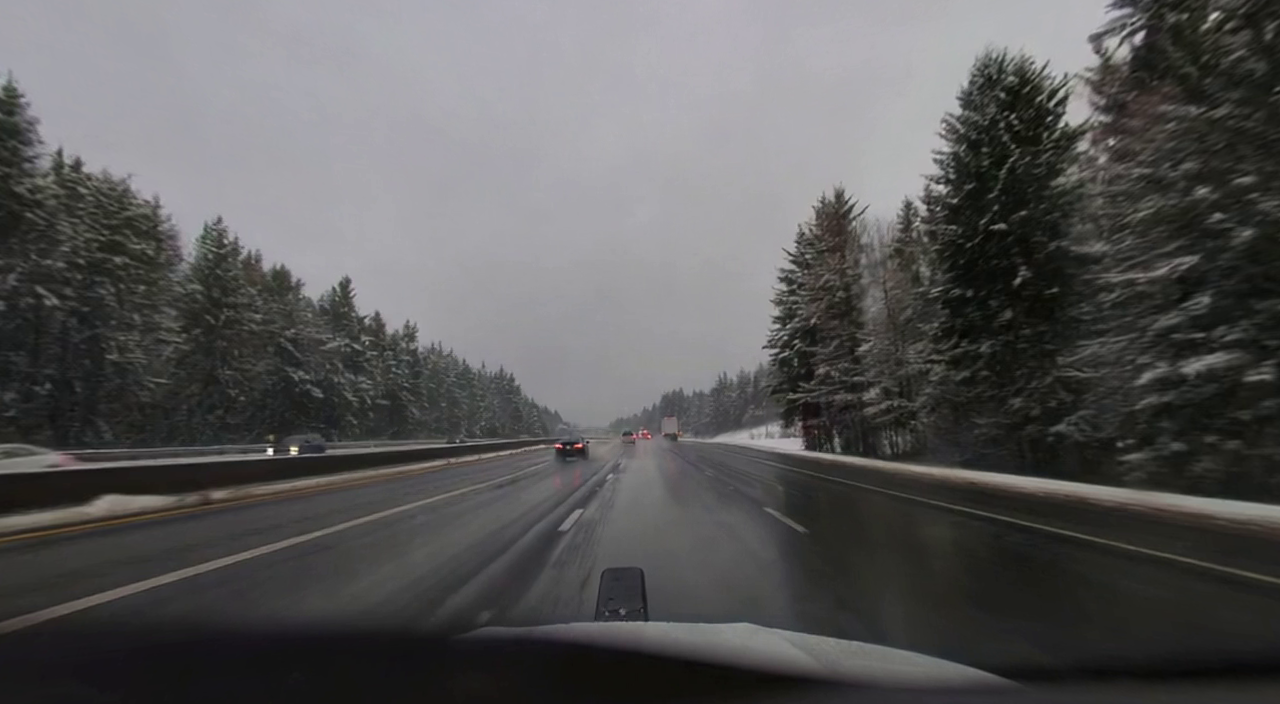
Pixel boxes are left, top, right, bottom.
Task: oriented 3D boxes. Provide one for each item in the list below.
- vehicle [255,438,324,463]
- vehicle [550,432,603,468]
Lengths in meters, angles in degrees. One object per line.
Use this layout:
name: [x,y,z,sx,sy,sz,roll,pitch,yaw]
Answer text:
vehicle: [-24.598,6.936,44.500,2.062,1.675,4.723,-1,-9,1]
vehicle: [-2.922,4.624,29.780,2.025,1.571,3.662,0,-9,1]
